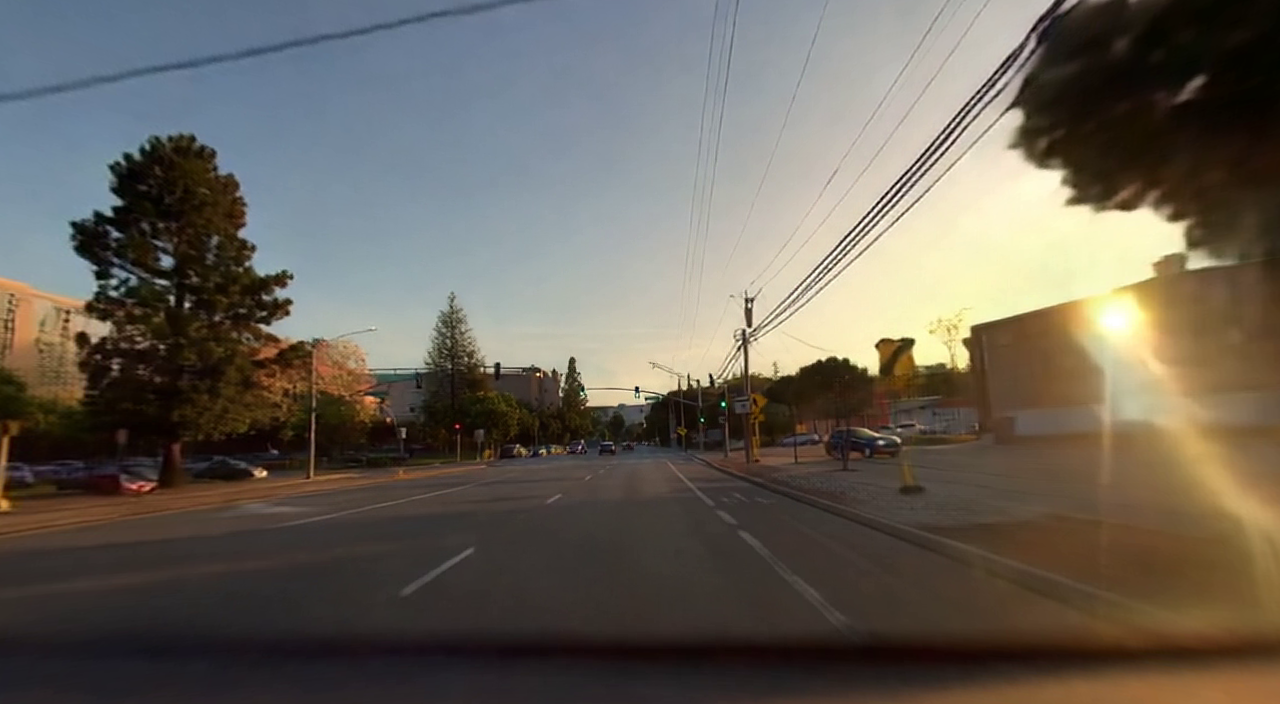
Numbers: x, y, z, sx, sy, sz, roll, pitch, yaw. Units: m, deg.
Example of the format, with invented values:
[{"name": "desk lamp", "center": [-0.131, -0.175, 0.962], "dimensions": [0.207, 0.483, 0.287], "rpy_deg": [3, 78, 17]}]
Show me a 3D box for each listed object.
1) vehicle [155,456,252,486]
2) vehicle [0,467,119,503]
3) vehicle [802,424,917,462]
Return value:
[{"name": "vehicle", "center": [-26.903, 7.321, 38.961], "dimensions": [4.451, 1.724, 1.988], "rpy_deg": [0, -8, 0]}, {"name": "vehicle", "center": [-26.440, 5.937, 28.320], "dimensions": [4.362, 1.435, 1.978], "rpy_deg": [-1, -8, 2]}, {"name": "vehicle", "center": [10.528, 4.381, 30.497], "dimensions": [4.765, 1.738, 2.101], "rpy_deg": [0, -8, -3]}]
